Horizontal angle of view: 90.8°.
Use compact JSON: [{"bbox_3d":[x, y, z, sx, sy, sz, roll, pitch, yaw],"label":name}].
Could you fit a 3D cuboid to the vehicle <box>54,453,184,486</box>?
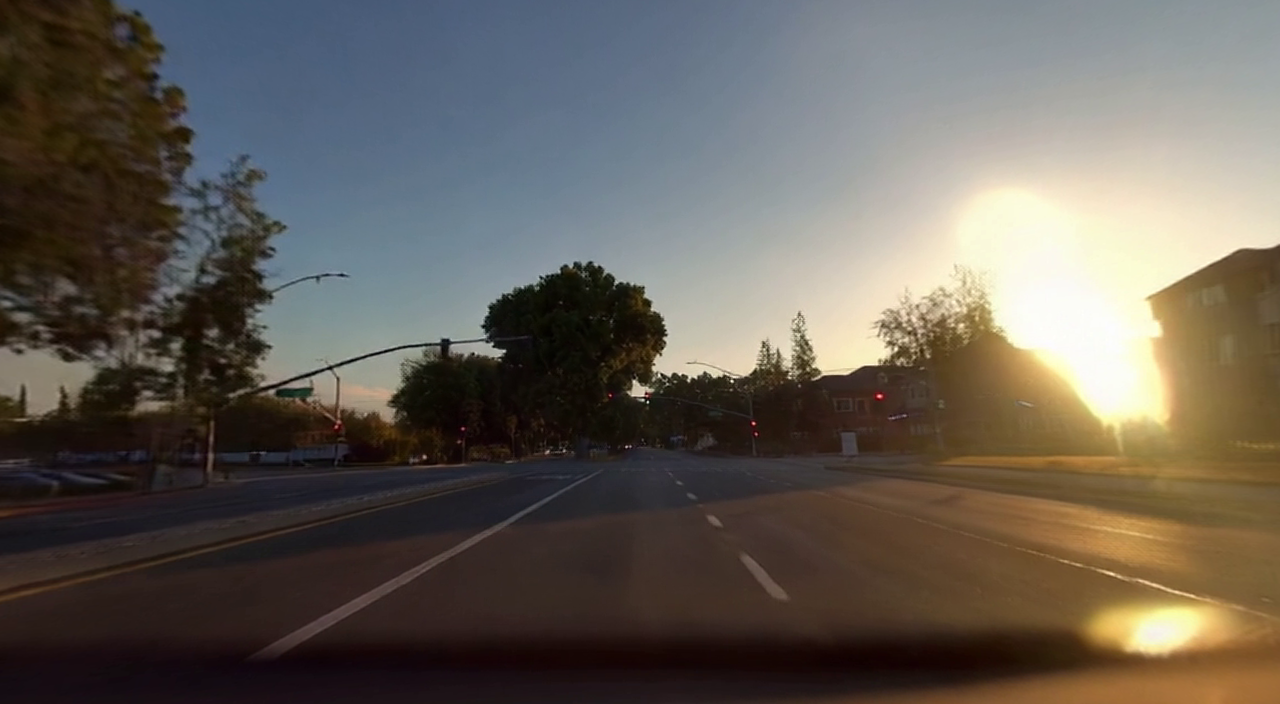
[{"bbox_3d":[-30.802,6.939,37.519,5.418,1.823,2.531,0,-9,-2],"label":"vehicle"}]
